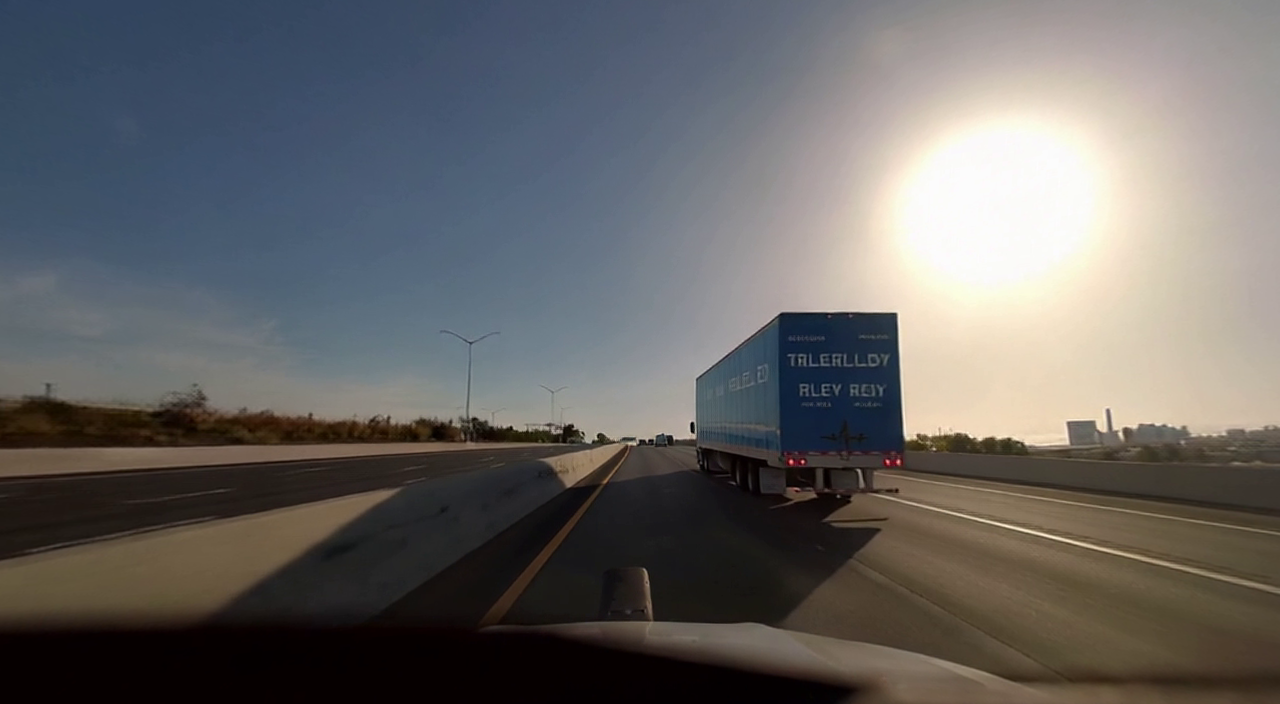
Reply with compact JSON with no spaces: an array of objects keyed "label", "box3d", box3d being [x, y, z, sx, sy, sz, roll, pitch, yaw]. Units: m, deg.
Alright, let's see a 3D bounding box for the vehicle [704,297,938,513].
[{"label":"vehicle","box3d":[4.090,1.942,18.906,3.006,4.093,14.142,0,-8,1]}]
